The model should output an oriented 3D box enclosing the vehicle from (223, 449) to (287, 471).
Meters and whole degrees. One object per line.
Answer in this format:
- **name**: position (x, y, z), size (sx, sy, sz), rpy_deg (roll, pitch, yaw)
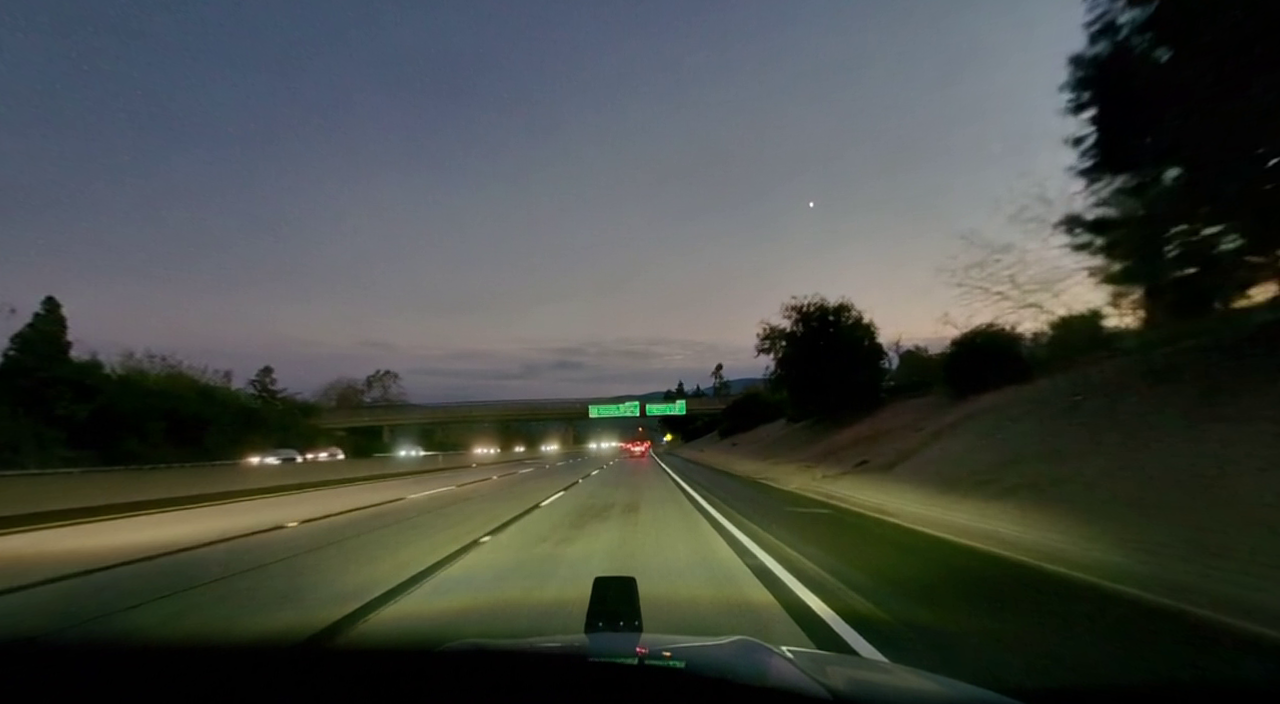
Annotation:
- **vehicle**: position (-28.504, 8.002, 46.838), size (1.857, 1.518, 4.503), rpy_deg (0, -9, 1)
